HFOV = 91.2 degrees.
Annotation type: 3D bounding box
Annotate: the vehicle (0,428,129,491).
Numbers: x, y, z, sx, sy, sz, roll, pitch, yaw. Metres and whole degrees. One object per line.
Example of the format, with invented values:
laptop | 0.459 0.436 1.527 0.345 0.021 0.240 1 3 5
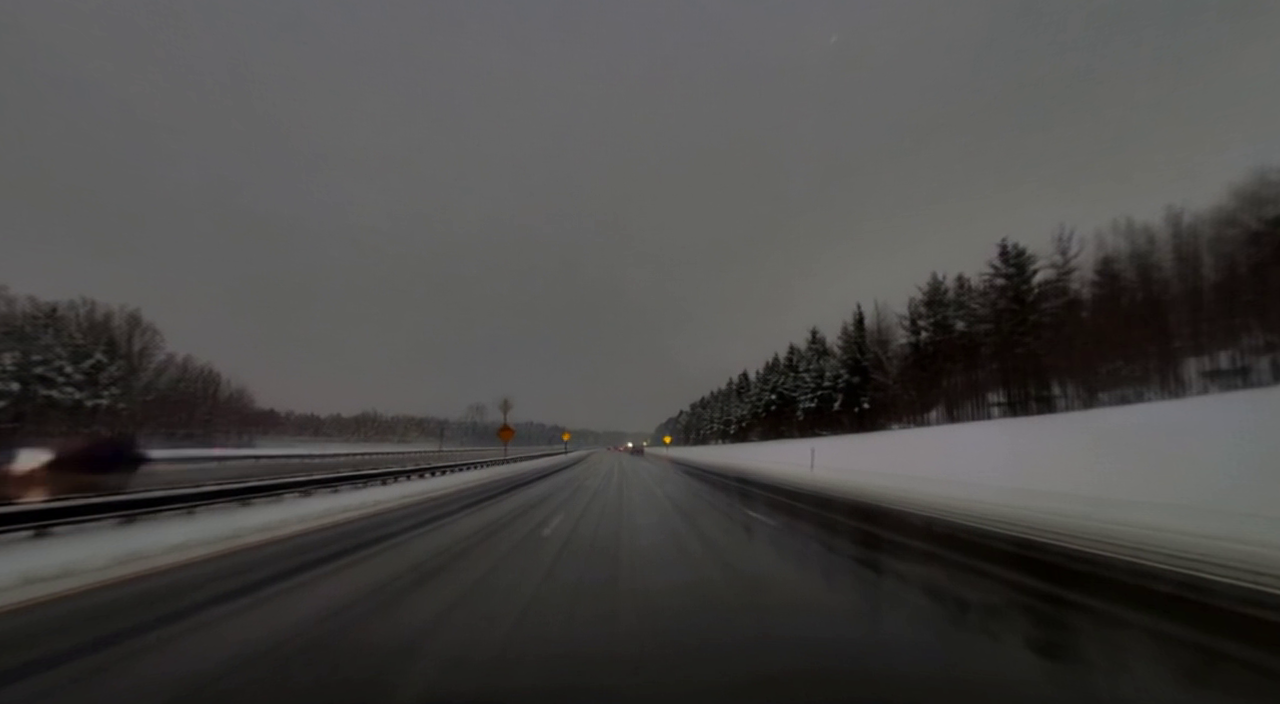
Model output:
vehicle | -17.198 3.026 17.744 1.891 1.576 4.205 0 -9 -1
